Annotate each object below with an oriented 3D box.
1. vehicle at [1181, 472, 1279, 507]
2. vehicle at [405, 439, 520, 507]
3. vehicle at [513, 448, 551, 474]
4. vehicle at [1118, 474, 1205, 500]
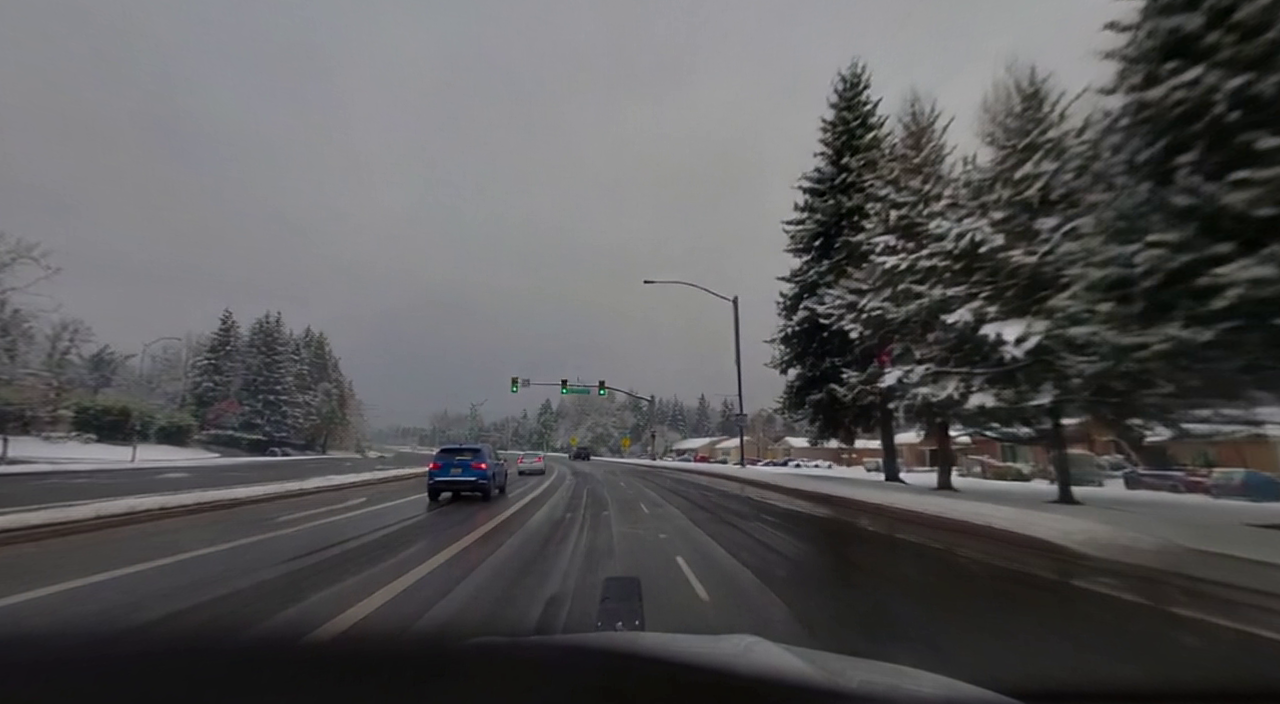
[{"bbox_3d":[36.132,8.200,38.007,1.953,1.686,5.424,1,-8,-6],"label":"vehicle"},{"bbox_3d":[-4.760,3.288,17.710,2.098,1.613,4.606,0,-8,-3],"label":"vehicle"},{"bbox_3d":[-6.518,6.572,38.406,1.904,1.476,3.736,0,-8,-5],"label":"vehicle"},{"bbox_3d":[35.570,9.204,43.245,1.792,1.475,4.462,1,-8,-8],"label":"vehicle"}]
